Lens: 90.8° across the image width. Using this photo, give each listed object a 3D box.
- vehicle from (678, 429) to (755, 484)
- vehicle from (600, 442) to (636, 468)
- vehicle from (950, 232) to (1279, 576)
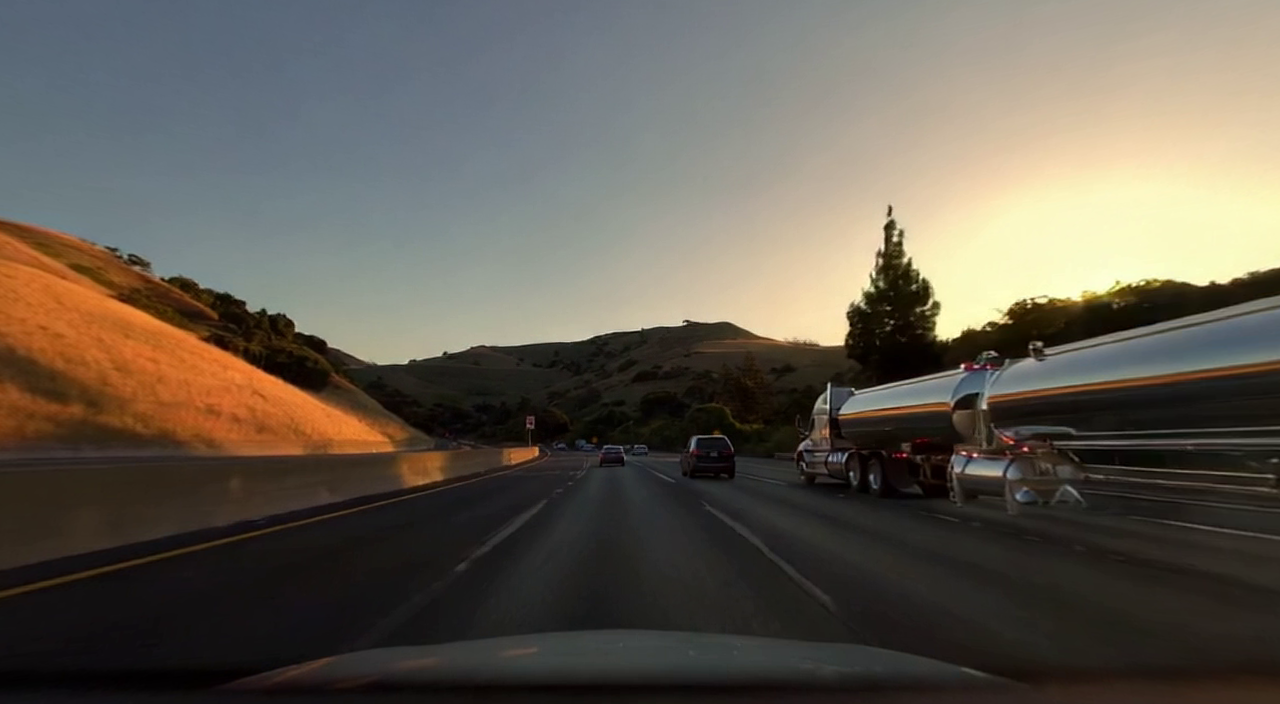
[{"bbox_3d":[2.688,3.825,23.359,2.098,1.794,4.561,0,-9,-3],"label":"vehicle"},{"bbox_3d":[-1.380,6.188,38.082,2.083,1.477,3.965,0,-9,-3],"label":"vehicle"},{"bbox_3d":[7.442,0.661,7.097,2.805,3.212,9.978,0,-9,0],"label":"vehicle"}]
